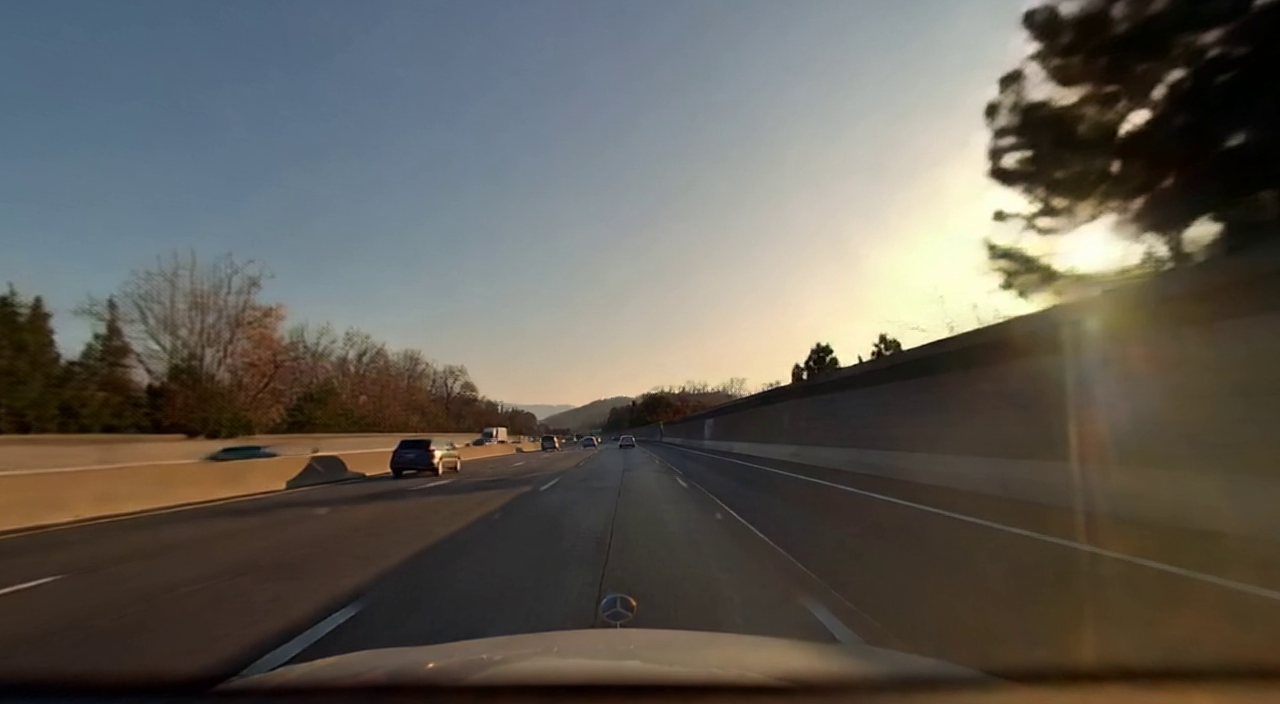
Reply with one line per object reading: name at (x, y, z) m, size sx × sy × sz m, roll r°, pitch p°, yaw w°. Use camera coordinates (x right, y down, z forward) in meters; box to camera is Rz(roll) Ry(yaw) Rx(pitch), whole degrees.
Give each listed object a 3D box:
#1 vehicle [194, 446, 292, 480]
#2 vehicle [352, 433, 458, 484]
vehicle at (-19.856, 5.557, 31.741) m, size 1.858 × 1.483 × 4.771 m, roll 0°, pitch -8°, yaw -1°
vehicle at (-7.680, 3.483, 21.034) m, size 1.972 × 1.532 × 4.222 m, roll 0°, pitch -8°, yaw -1°
